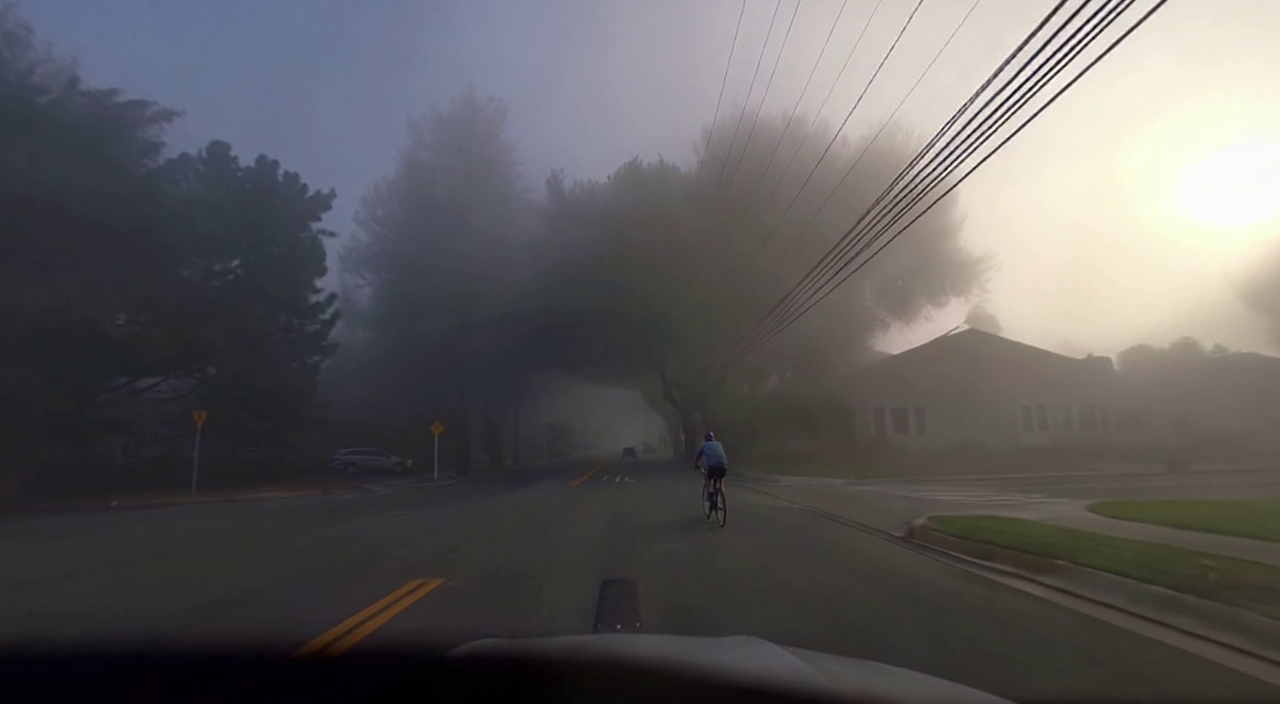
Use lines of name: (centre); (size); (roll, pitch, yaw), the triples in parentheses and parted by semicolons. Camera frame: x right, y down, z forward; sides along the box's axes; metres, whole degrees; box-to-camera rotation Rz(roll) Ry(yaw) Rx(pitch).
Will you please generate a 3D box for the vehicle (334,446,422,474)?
vehicle: (-14.657, 6.034, 35.500); (4.143, 1.480, 1.755); (0, -8, -2)
